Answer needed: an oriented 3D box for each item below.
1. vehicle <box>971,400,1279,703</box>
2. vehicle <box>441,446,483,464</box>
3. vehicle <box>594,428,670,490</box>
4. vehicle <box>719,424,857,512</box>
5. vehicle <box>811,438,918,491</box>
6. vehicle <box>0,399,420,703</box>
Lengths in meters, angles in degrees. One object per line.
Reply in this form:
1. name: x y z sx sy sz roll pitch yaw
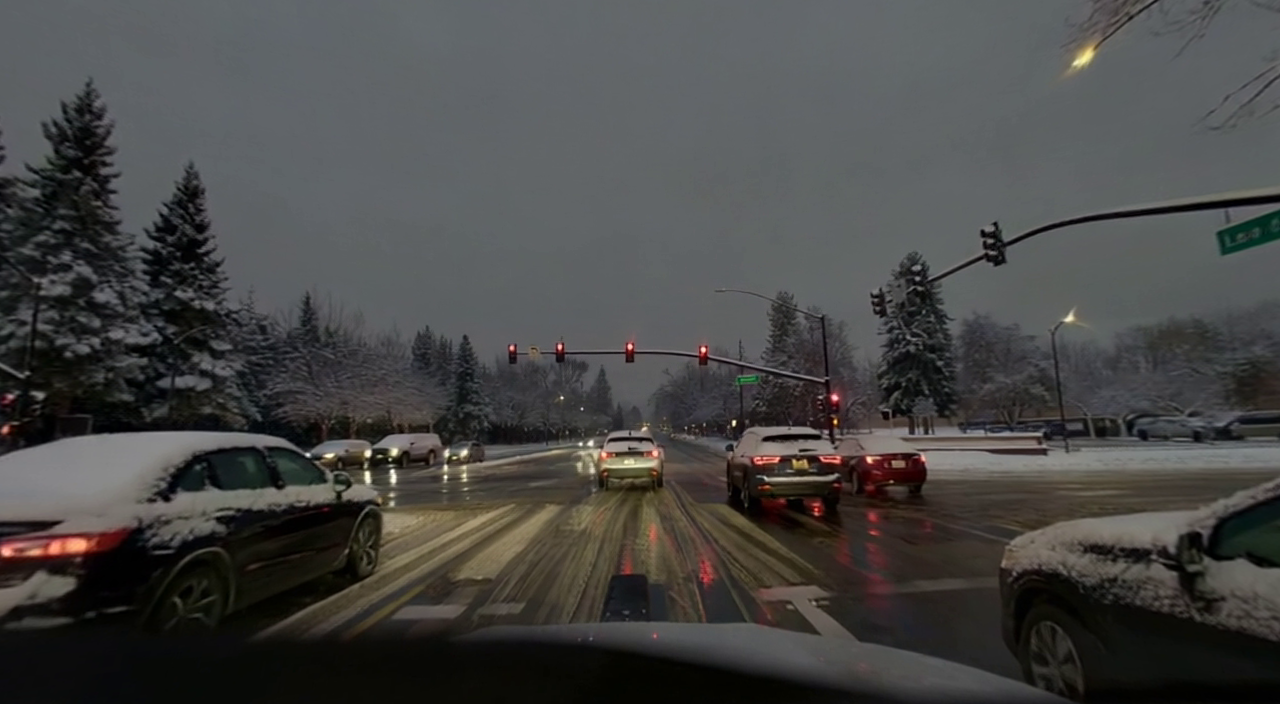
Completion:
1. vehicle: 3.113 0.856 1.832 1.960 1.460 4.233 0 -8 -1
2. vehicle: -13.974 8.089 49.756 1.926 1.325 4.162 -1 -8 3
3. vehicle: -0.209 3.394 20.268 2.215 1.749 3.976 0 -8 1
4. vehicle: 3.202 2.611 14.705 2.097 1.707 4.461 0 -8 -1
5. vehicle: 6.643 3.345 19.141 1.847 1.432 4.039 0 -8 2
6. vehicle: -3.544 1.284 5.046 1.941 1.492 4.399 0 -8 1
